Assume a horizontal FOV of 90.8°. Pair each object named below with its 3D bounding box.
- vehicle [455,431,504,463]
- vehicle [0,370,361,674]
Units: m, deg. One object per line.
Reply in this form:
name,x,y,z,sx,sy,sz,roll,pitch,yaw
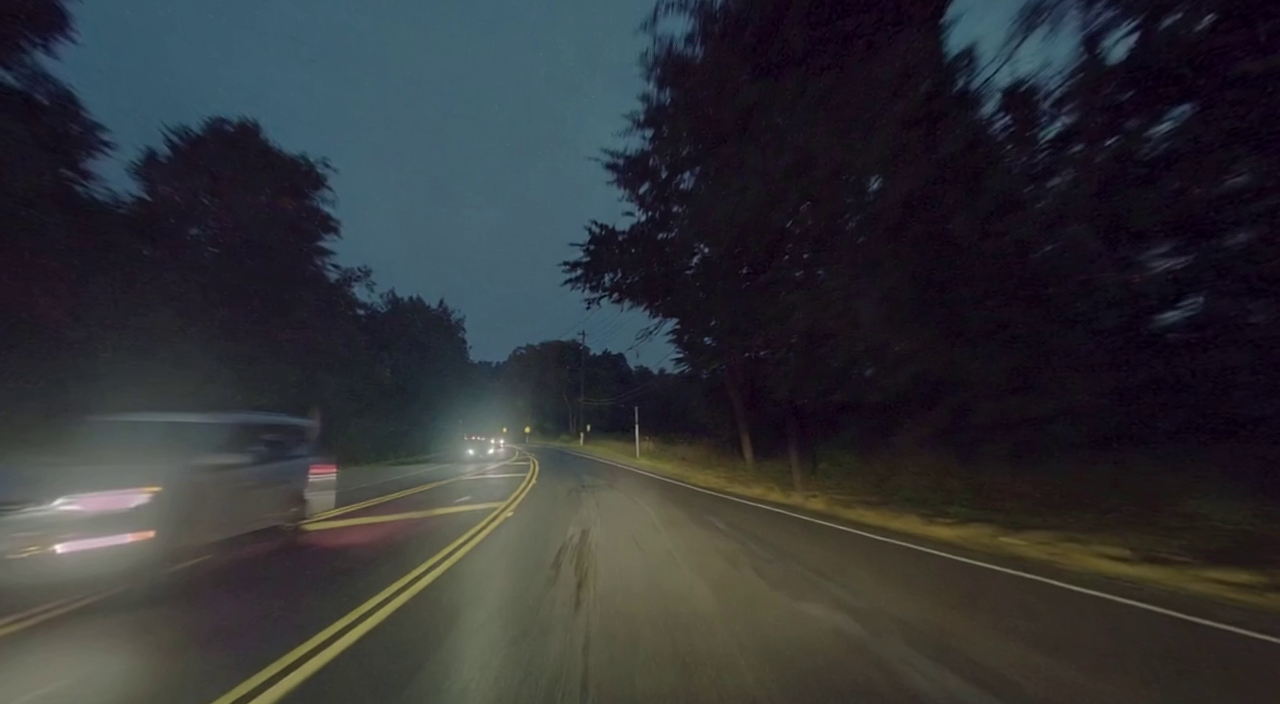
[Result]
vehicle,-10.448,6.225,41.541,2.397,1.932,5.703,1,-8,-7
vehicle,-4.885,1.433,6.449,2.312,1.962,4.692,1,-8,-6
